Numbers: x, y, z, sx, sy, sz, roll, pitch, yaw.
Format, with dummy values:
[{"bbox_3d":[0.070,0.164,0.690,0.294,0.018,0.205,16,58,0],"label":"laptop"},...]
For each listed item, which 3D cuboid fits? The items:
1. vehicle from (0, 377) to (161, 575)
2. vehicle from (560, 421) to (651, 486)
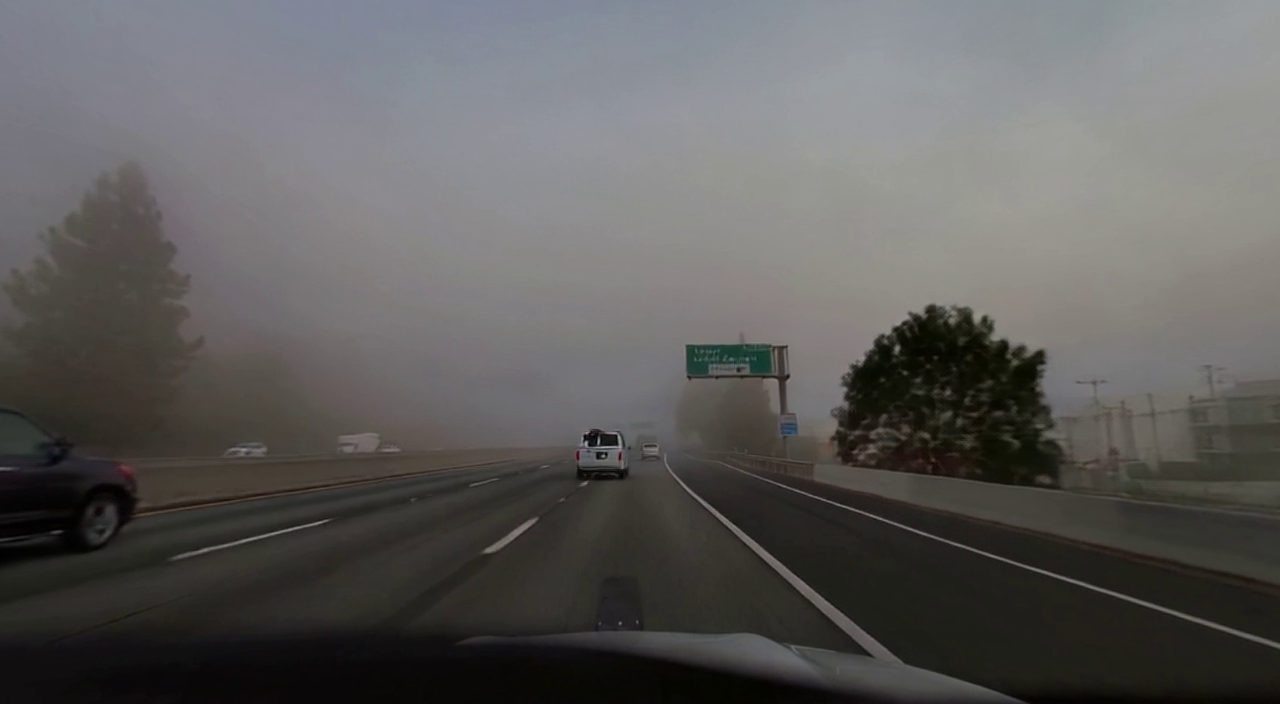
[{"bbox_3d":[-7.529,1.153,5.705,2.289,1.955,5.147,0,-9,0],"label":"vehicle"},{"bbox_3d":[-1.007,3.506,21.966,2.497,1.957,5.432,-1,-9,4],"label":"vehicle"}]
